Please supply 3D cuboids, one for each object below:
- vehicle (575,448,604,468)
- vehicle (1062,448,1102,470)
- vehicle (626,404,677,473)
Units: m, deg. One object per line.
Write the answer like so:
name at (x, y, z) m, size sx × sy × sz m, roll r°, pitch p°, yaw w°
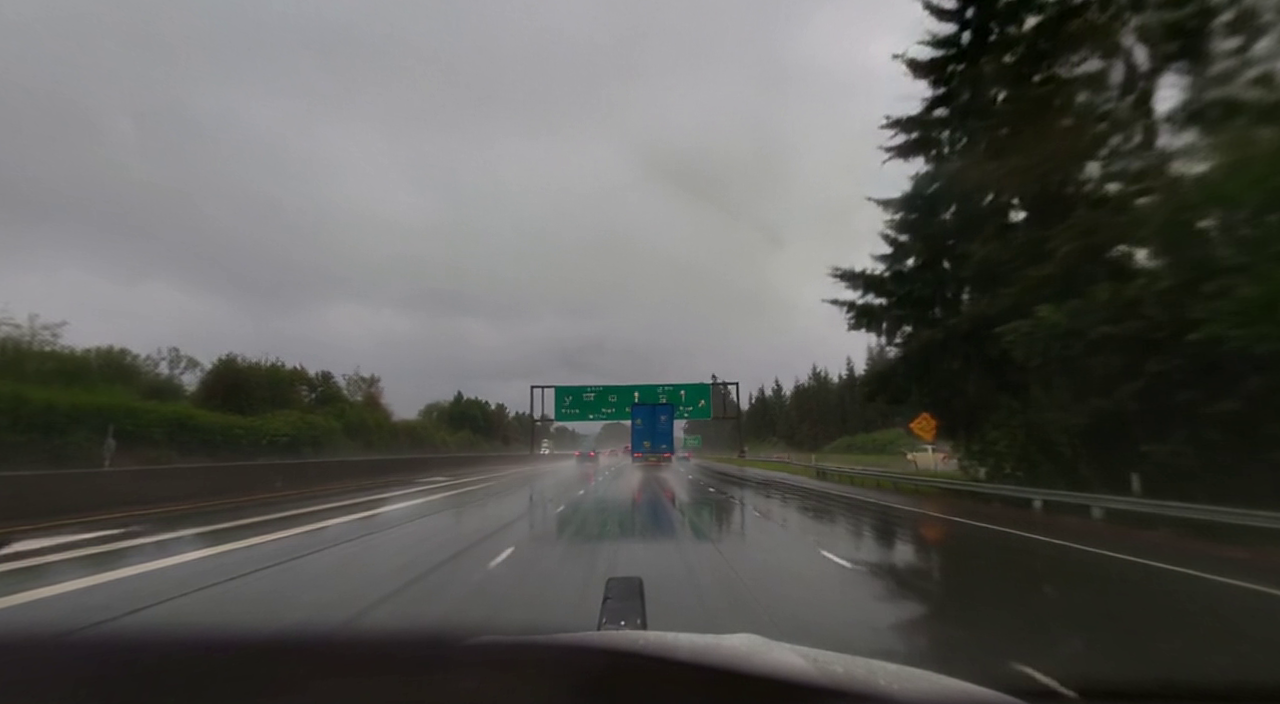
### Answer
vehicle at (-3.841, 8.092, 48.355) m, size 1.873 × 1.469 × 3.601 m, roll 0°, pitch -9°, yaw 0°
vehicle at (31.313, 7.507, 44.560) m, size 1.958 × 1.442 × 4.396 m, roll -7°, pitch -11°, yaw 38°
vehicle at (0.694, 5.904, 42.604) m, size 3.022 × 4.072 × 10.318 m, roll 0°, pitch -9°, yaw 0°
